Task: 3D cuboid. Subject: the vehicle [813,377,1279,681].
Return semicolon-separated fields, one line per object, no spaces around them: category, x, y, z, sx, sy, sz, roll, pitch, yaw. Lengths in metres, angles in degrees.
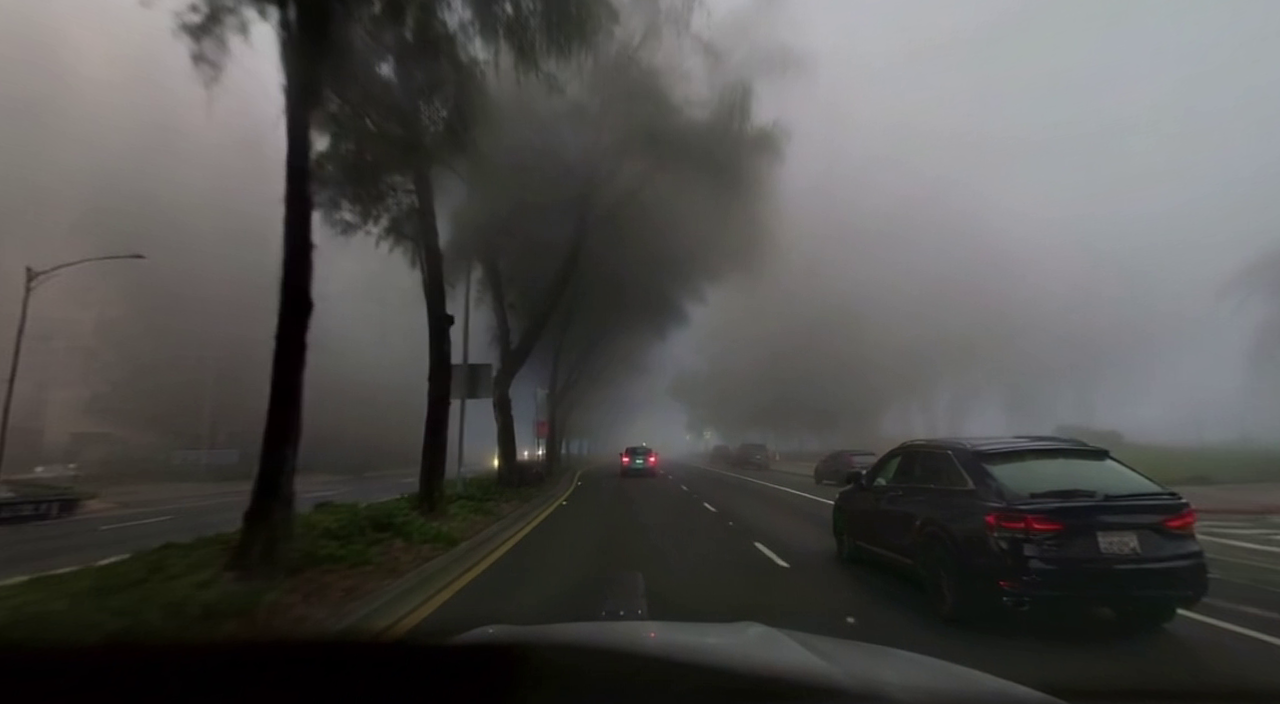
vehicle;3.144;1.310;5.697;1.949;1.723;4.020;0;-9;-1

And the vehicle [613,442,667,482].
vehicle;-0.028;4.395;25.459;2.006;1.487;3.535;0;-9;-1

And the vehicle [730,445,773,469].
vehicle;7.356;6.992;42.198;1.936;1.516;4.579;0;-9;-2

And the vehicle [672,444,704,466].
vehicle;3.372;7.344;45.028;1.910;1.474;4.003;0;-9;-1

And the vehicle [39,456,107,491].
vehicle;-30.851;6.567;34.332;4.272;1.704;2.031;-8;-11;40
